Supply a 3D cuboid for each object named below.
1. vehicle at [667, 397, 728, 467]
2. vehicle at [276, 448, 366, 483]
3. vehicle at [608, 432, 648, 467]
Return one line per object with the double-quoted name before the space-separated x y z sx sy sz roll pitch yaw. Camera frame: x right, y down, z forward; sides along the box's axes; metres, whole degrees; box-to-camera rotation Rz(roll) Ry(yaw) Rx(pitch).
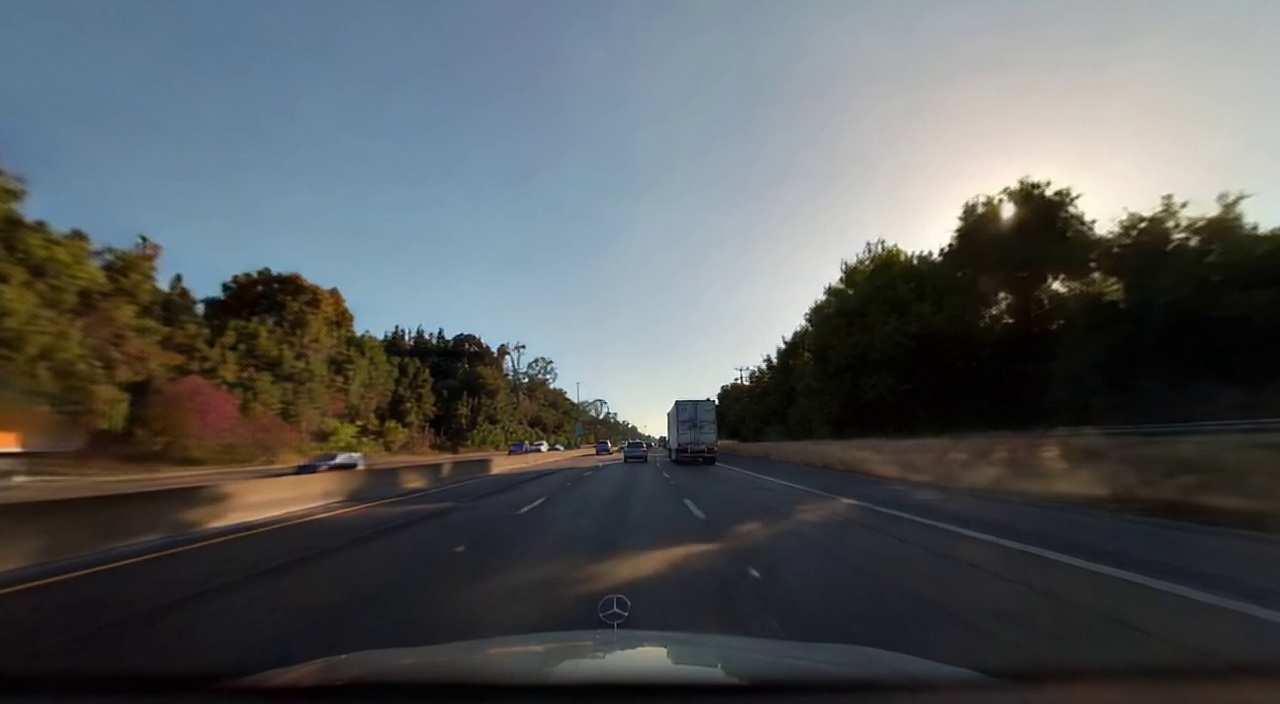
"vehicle" 3.713 5.813 44.738 3.005 4.121 14.417 -1 -8 0
"vehicle" -15.777 5.594 31.420 2.024 1.541 4.590 -1 -8 1
"vehicle" -0.648 5.814 37.568 2.211 1.933 4.315 -1 -8 1
